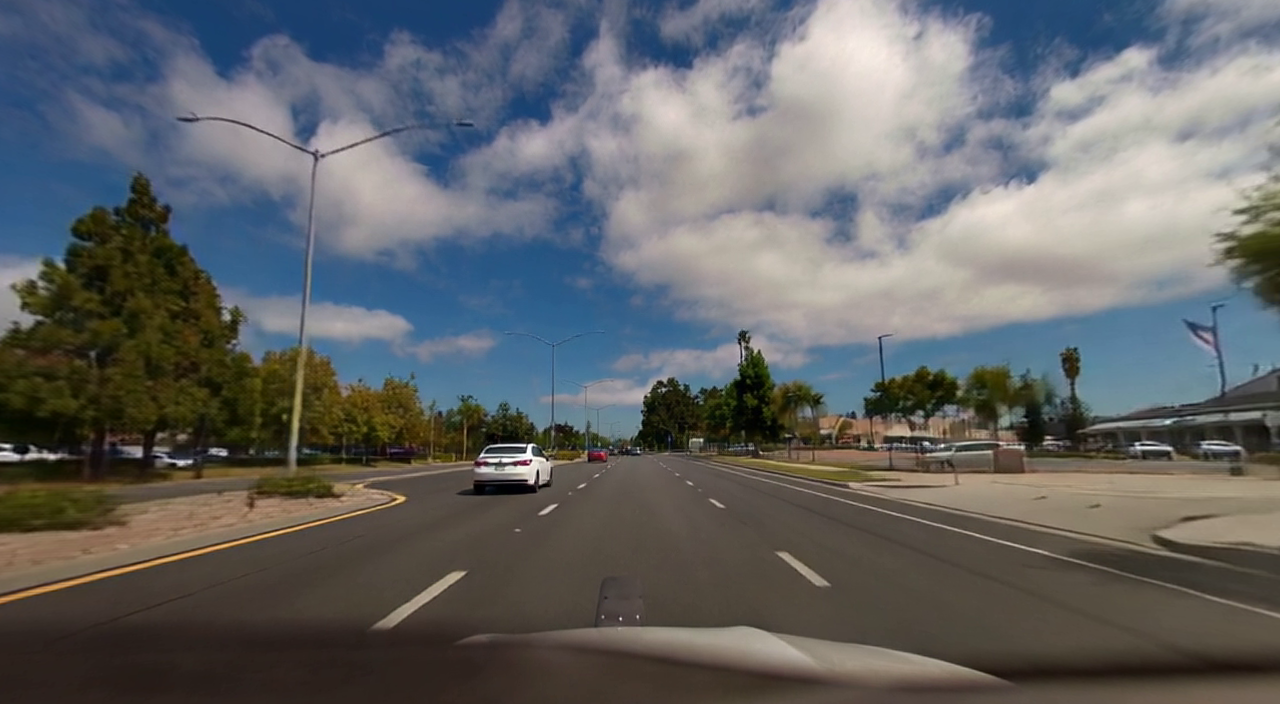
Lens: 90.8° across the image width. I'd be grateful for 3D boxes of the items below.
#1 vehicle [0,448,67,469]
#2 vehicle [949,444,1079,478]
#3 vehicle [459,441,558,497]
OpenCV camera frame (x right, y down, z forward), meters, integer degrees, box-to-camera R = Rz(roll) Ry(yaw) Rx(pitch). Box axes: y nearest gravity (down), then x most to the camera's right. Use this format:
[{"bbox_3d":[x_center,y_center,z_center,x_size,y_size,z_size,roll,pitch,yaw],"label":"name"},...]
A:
[{"bbox_3d":[-45.595,7.858,46.694,4.456,1.509,2.005,0,-9,0],"label":"vehicle"},{"bbox_3d":[16.201,4.717,27.545,4.341,1.412,2.035,0,-9,-1],"label":"vehicle"},{"bbox_3d":[-3.717,3.392,18.740,2.003,1.454,4.484,0,-9,0],"label":"vehicle"}]
